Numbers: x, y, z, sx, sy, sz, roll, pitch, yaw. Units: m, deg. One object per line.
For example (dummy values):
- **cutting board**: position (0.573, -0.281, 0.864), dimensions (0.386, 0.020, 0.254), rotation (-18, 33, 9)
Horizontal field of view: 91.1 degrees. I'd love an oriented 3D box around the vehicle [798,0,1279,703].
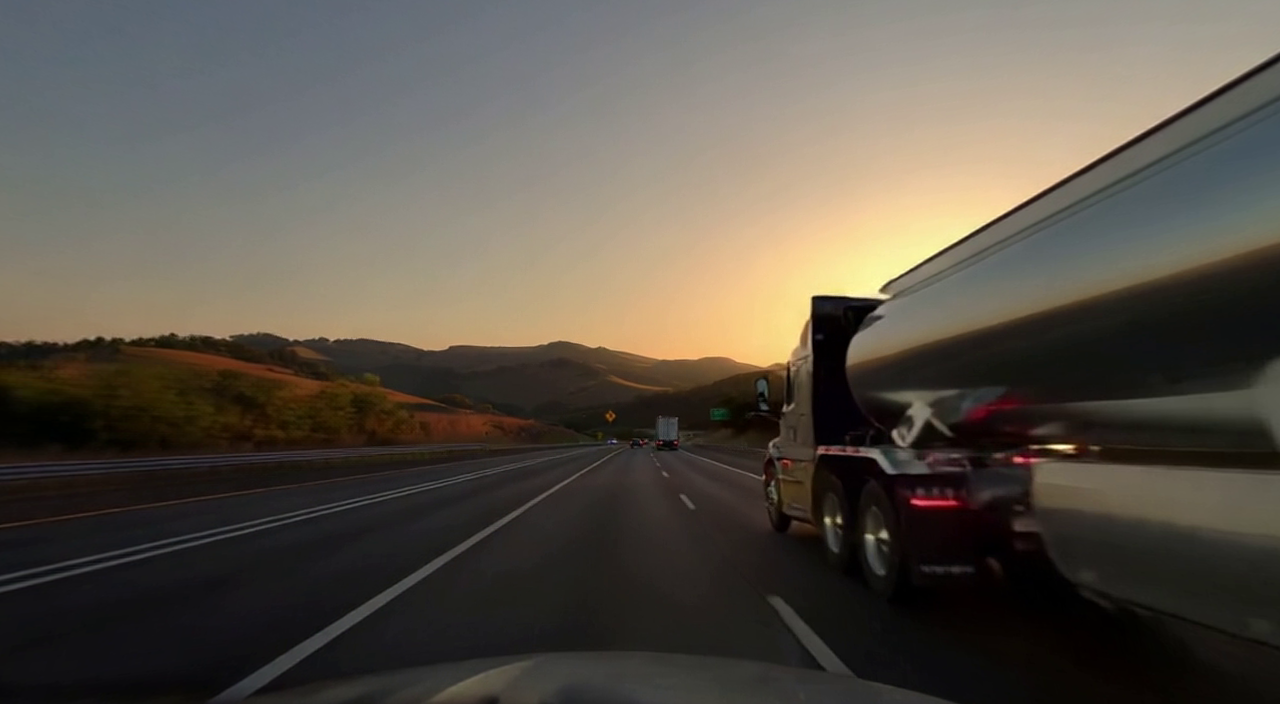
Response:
- **vehicle**: position (3.234, -0.408, 0.812), dimensions (2.946, 3.745, 11.516), rotation (0, -8, -1)
